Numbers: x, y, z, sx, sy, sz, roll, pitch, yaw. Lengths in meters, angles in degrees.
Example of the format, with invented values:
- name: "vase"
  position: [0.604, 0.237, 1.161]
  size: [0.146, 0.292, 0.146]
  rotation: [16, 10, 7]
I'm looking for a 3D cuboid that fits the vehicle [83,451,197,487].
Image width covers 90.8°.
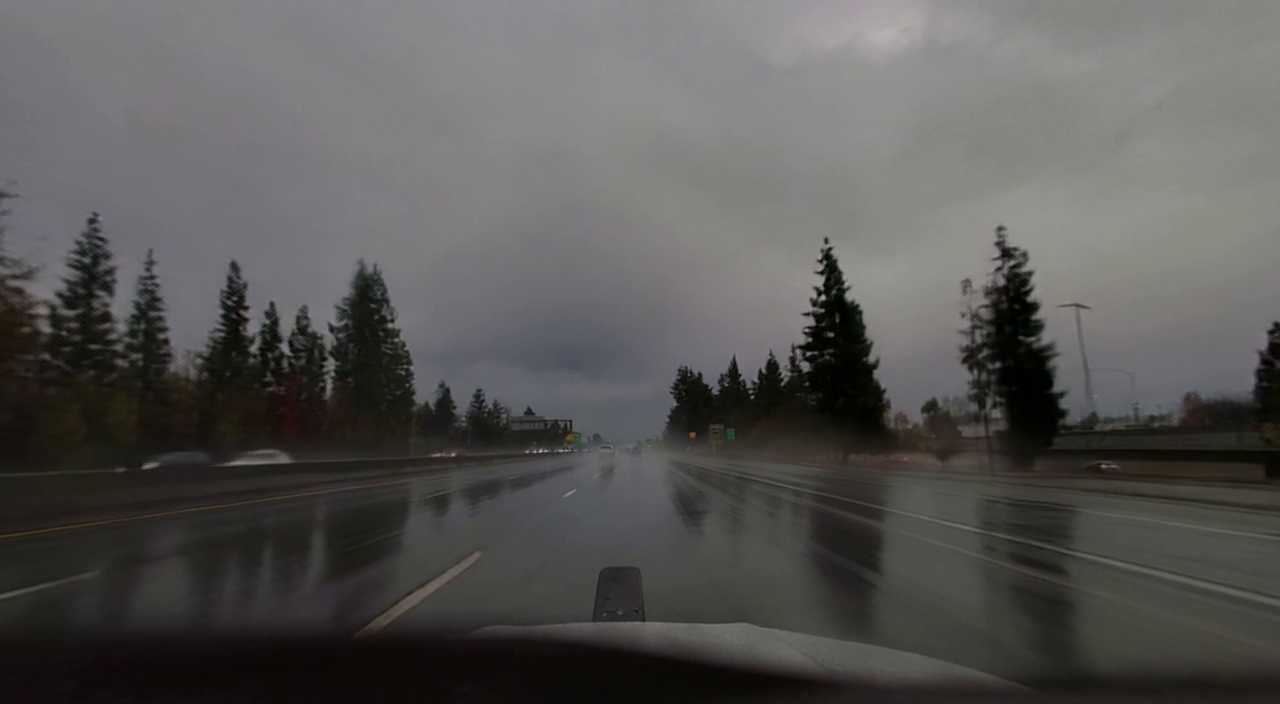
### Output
- name: "vehicle"
  position: [-23.954, 5.610, 30.464]
  size: [2.092, 1.569, 4.167]
  rotation: [0, -9, 0]

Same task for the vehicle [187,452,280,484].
- name: "vehicle"
  position: [-19.967, 5.689, 31.222]
  size: [1.844, 1.434, 4.279]
  rotation: [0, -9, -2]
